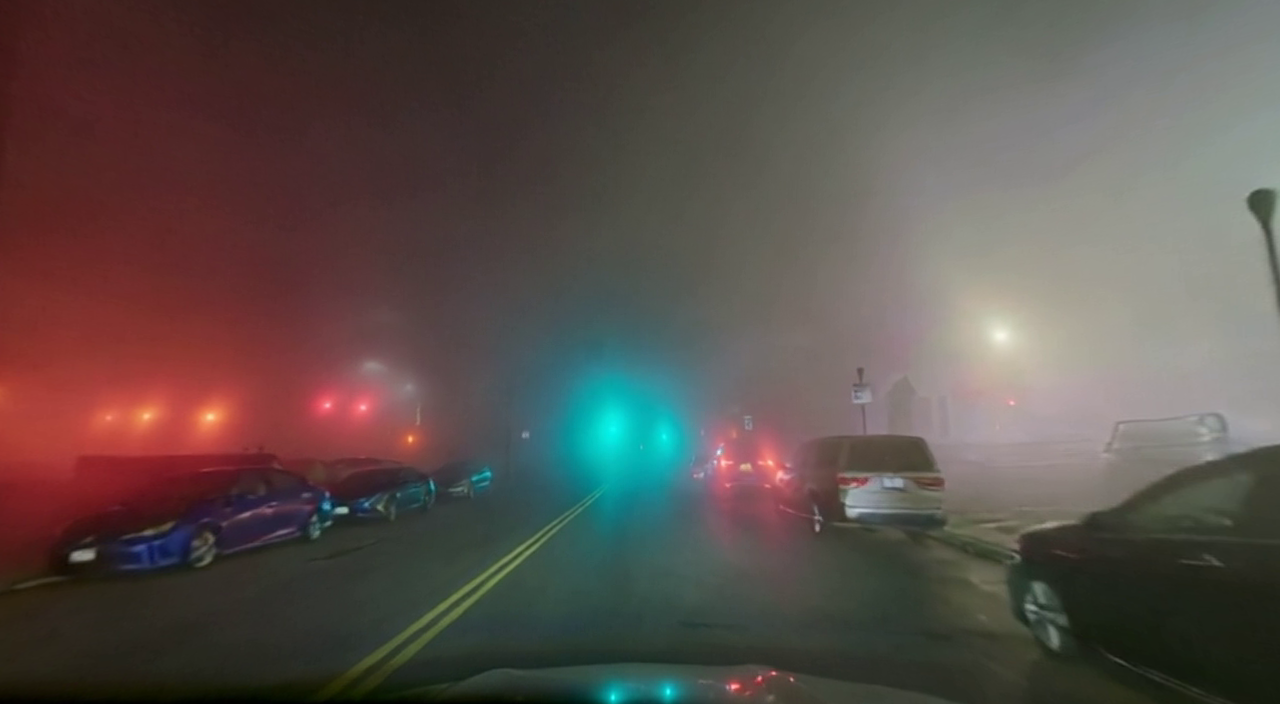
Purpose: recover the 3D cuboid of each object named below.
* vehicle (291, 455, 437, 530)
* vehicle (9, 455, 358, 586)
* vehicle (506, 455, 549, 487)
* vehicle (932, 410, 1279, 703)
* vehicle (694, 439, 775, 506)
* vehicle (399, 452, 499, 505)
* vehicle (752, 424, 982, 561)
[{"bbox_3d":[-6.610,3.368,15.744,1.723,1.520,4.439,0,-9,-1],"label":"vehicle"},{"bbox_3d":[-6.512,2.403,9.937,1.913,1.479,4.714,0,-9,1],"label":"vehicle"},{"bbox_3d":[-6.780,7.188,38.483,1.893,1.758,4.019,0,-9,0],"label":"vehicle"},{"bbox_3d":[3.253,0.962,2.375,1.908,1.461,4.873,0,-9,-1],"label":"vehicle"},{"bbox_3d":[2.851,3.742,20.107,1.954,1.845,4.682,0,-9,1],"label":"vehicle"},{"bbox_3d":[-6.526,4.472,22.196,2.033,1.523,4.867,-3,-12,0],"label":"vehicle"},{"bbox_3d":[3.391,2.206,10.778,1.886,1.740,5.167,0,-9,-1],"label":"vehicle"}]
